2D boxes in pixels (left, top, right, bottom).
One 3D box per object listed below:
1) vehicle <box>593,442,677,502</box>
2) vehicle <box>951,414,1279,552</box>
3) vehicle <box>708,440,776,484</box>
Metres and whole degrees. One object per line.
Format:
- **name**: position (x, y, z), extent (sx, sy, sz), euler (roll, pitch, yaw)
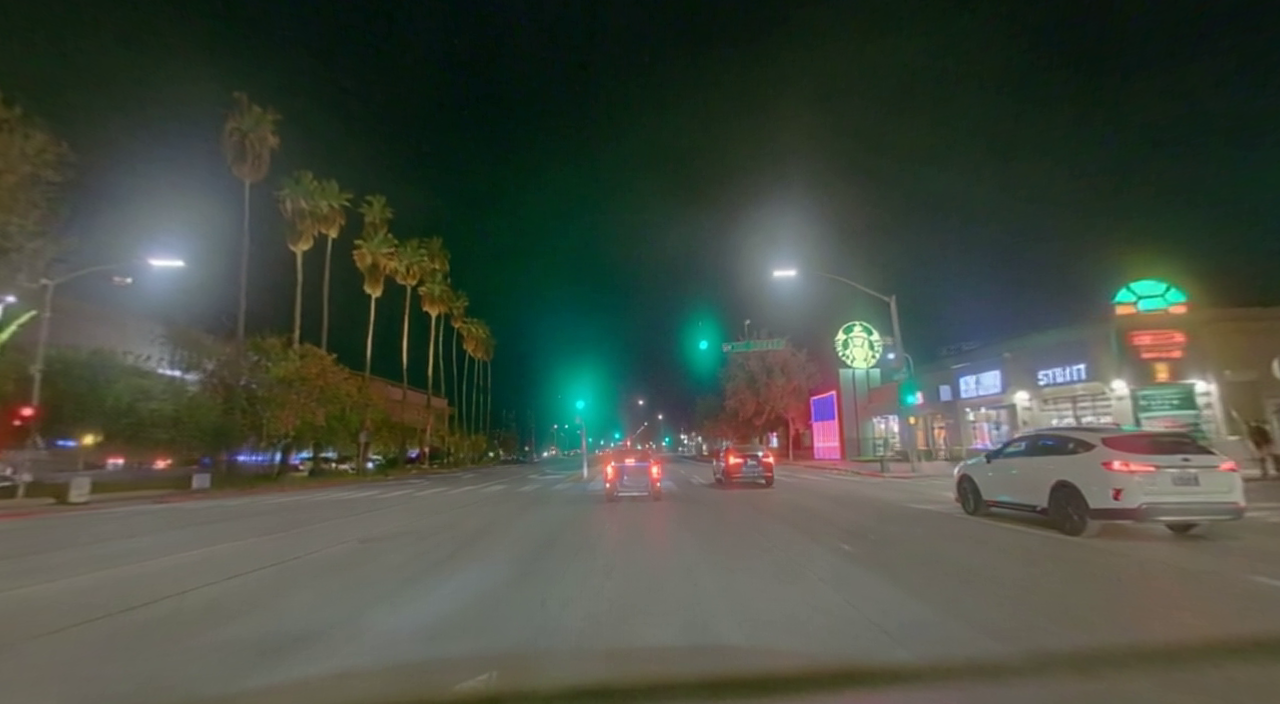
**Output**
- **vehicle**: position (-0.133, 3.299, 17.853), extent (2.110, 1.487, 3.873), euler (0, -8, 0)
- **vehicle**: position (6.901, 1.903, 9.837), extent (1.940, 1.674, 4.085), euler (0, -8, -1)
- **vehicle**: position (3.883, 4.259, 24.748), extent (1.892, 1.532, 4.177), euler (0, -8, -1)
